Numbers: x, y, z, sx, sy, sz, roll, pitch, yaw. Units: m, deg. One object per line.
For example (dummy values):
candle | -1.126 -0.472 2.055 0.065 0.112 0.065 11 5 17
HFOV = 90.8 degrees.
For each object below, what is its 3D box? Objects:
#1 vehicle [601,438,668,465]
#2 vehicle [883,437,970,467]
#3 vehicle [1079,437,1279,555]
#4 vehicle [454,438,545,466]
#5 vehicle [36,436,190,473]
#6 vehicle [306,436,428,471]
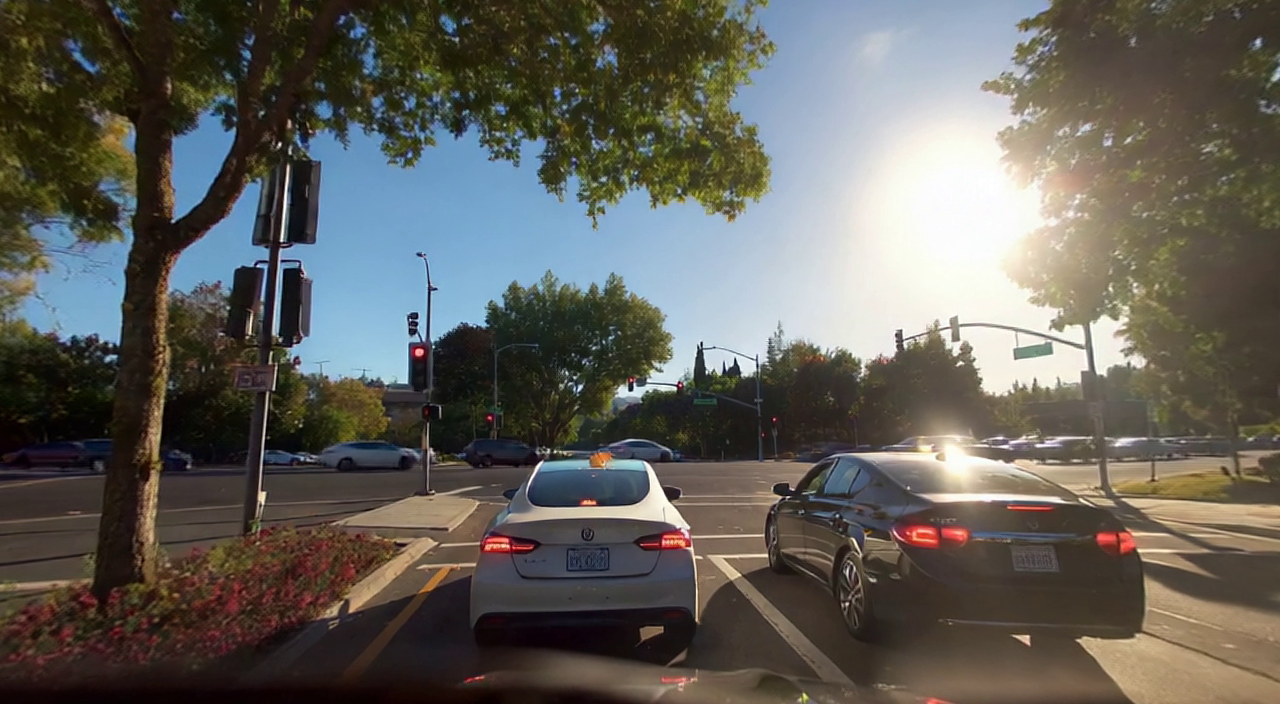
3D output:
vehicle | -0.271 6.149 39.120 1.896 1.544 4.331 -6 -11 37
vehicle | 15.166 5.314 33.748 1.962 1.468 4.516 2 -9 -11
vehicle | 9.273 2.131 9.534 1.993 1.505 4.721 4 -9 0
vehicle | -8.115 5.817 36.924 1.922 1.485 4.912 -8 -12 43
vehicle | -22.489 4.389 27.200 4.580 1.472 1.891 3 -9 -18
vehicle | -12.288 4.578 28.558 4.849 1.476 1.935 4 -9 -26
